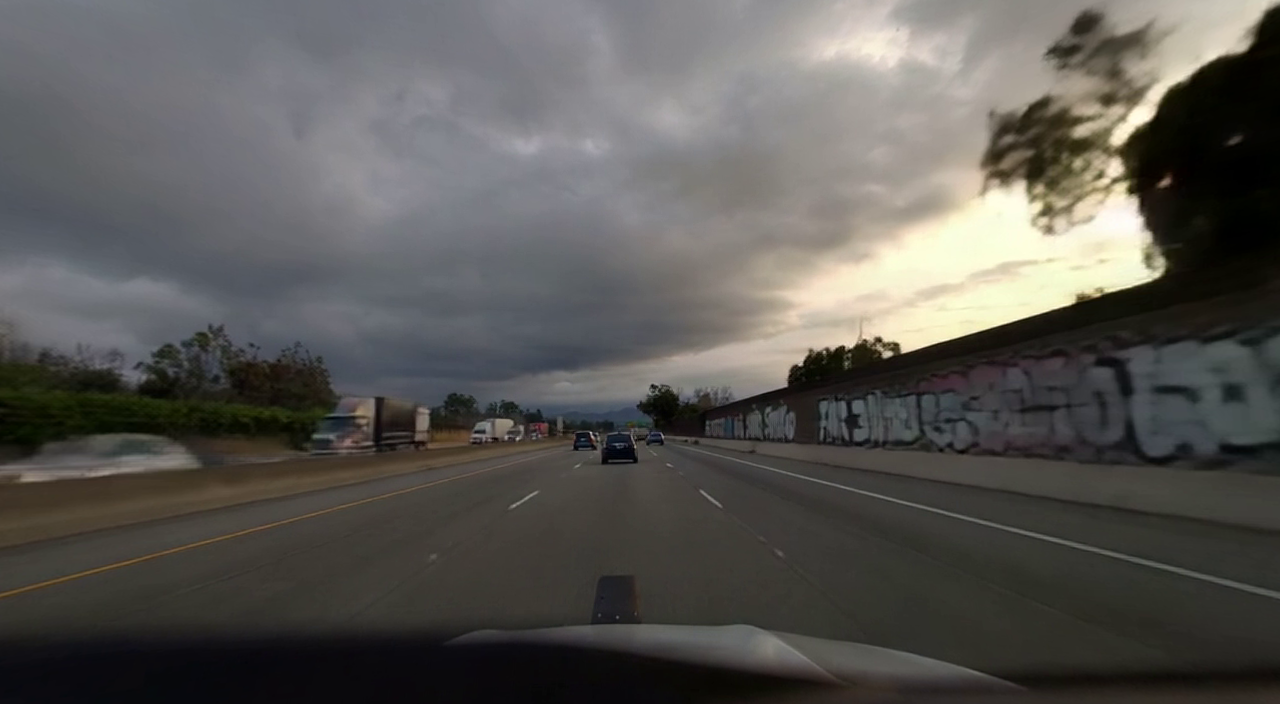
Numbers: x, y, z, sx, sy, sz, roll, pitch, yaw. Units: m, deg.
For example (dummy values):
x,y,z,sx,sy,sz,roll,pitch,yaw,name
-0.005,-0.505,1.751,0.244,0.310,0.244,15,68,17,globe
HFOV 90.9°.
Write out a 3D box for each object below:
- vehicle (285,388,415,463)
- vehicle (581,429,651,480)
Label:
x,y,z,sx,sy,sz,roll,pitch,yaw,name
-17.411,4.667,39.082,2.968,3.967,11.156,0,-8,-1,vehicle
-0.716,3.223,20.145,2.044,1.477,3.693,0,-8,-1,vehicle
